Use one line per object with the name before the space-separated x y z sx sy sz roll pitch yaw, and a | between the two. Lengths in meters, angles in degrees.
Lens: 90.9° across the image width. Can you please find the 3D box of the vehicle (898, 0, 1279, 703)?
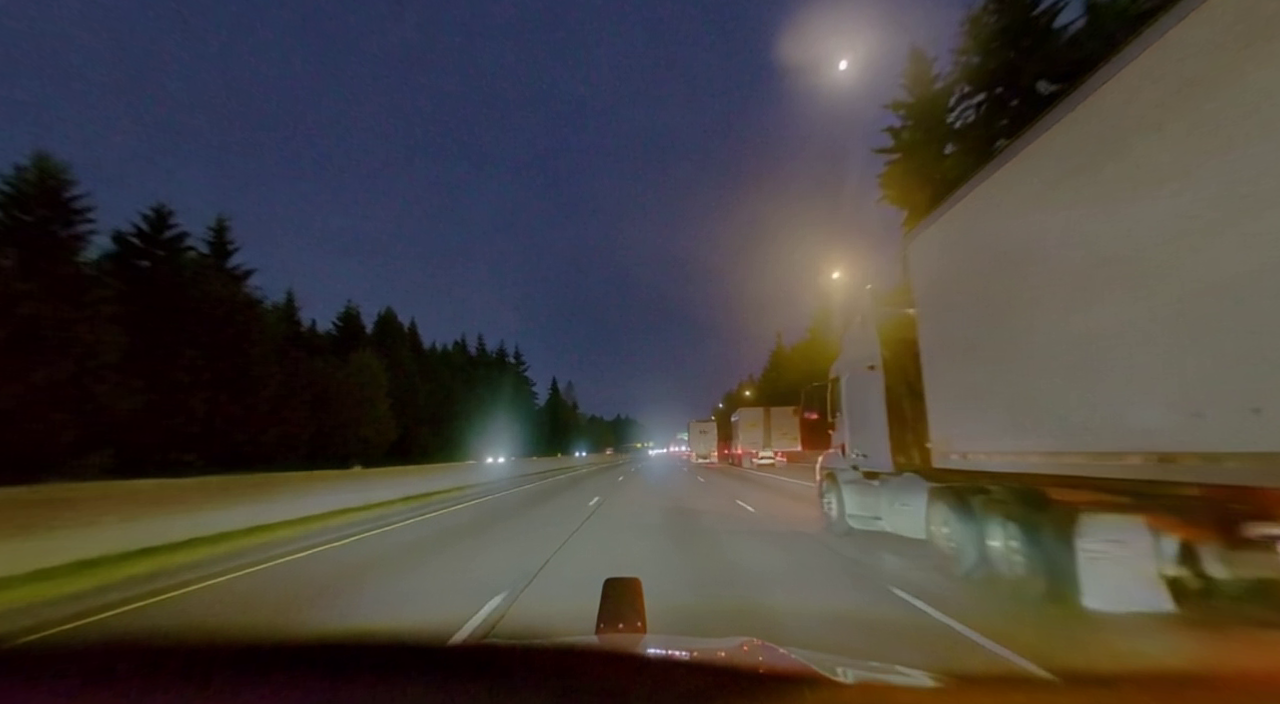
vehicle | 4.522 -0.023 3.984 3.024 3.913 6.159 0 -9 0
